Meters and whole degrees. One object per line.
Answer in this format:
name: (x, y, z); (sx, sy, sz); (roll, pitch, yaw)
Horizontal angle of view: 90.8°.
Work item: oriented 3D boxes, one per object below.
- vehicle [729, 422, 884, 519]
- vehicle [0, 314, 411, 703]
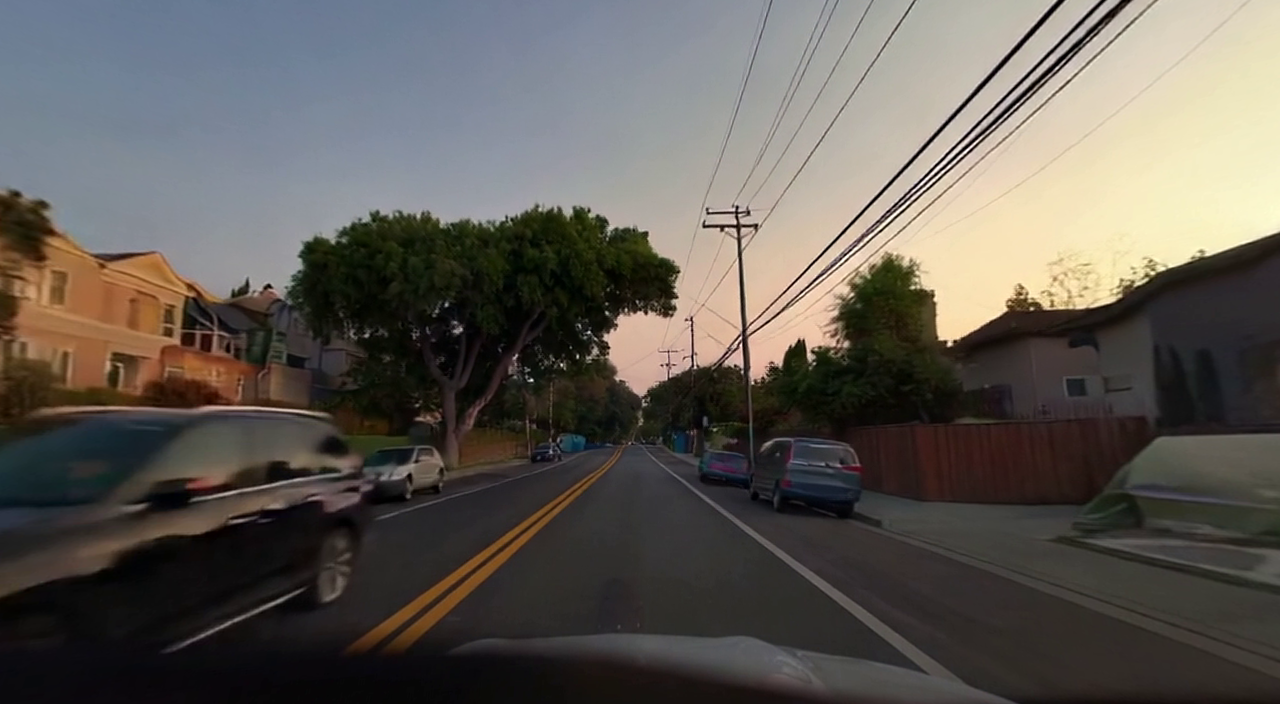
vehicle: (3.393, 2.538, 14.034); (2.031, 1.762, 4.749); (0, -8, -1)
vehicle: (-3.469, 1.042, 4.005); (2.210, 1.838, 4.854); (0, -8, 0)
